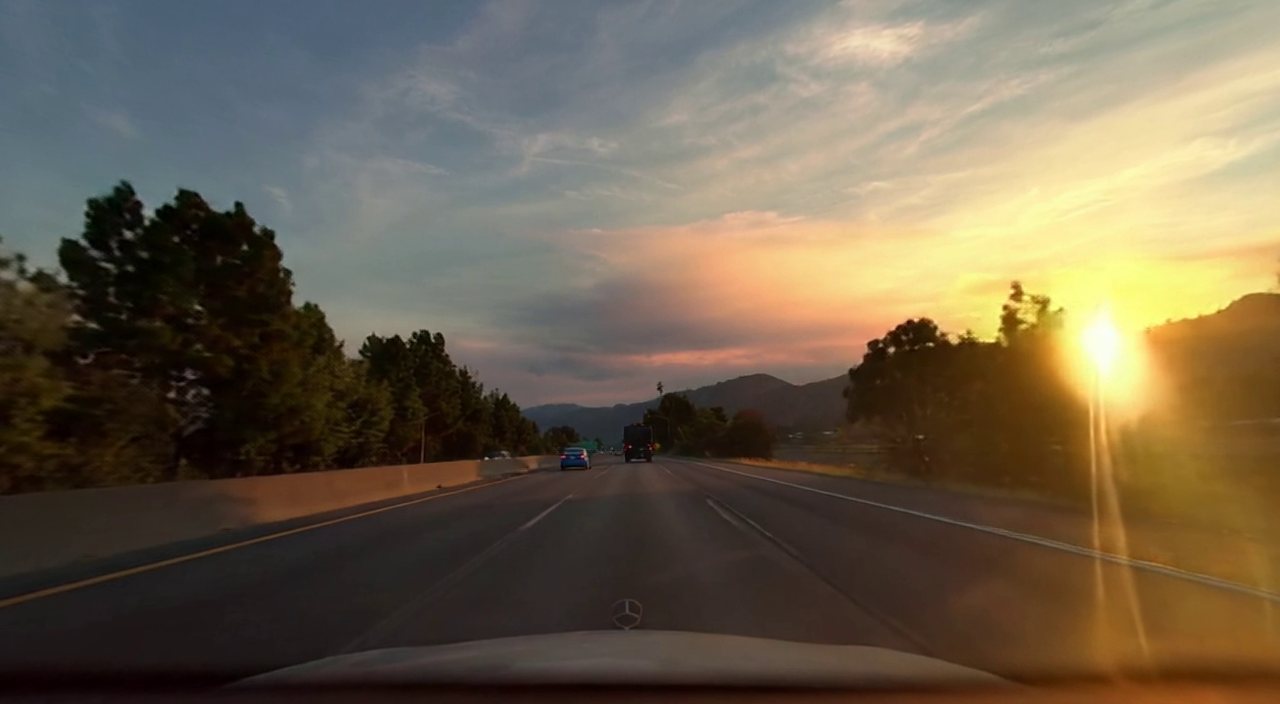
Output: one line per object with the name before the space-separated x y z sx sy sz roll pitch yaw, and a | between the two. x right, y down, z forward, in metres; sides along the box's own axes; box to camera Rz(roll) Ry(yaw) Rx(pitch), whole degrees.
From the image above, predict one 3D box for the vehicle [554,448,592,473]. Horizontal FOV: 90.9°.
vehicle | -4.224 6.883 40.344 1.916 1.506 4.476 0 -9 0
